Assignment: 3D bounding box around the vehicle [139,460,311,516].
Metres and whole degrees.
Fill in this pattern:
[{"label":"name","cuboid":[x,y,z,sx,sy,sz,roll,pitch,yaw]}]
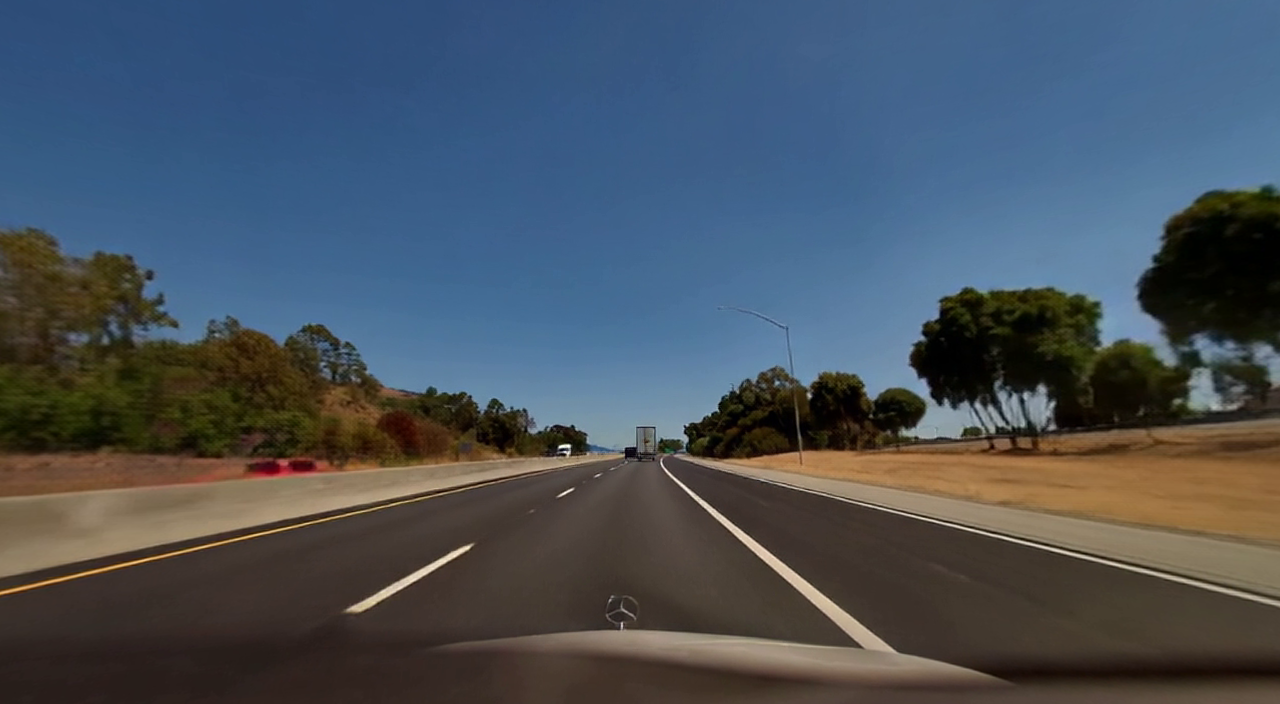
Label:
[{"label":"vehicle","cuboid":[-12.937,4.238,20.196,2.086,1.456,5.044,0,-9,0]}]
